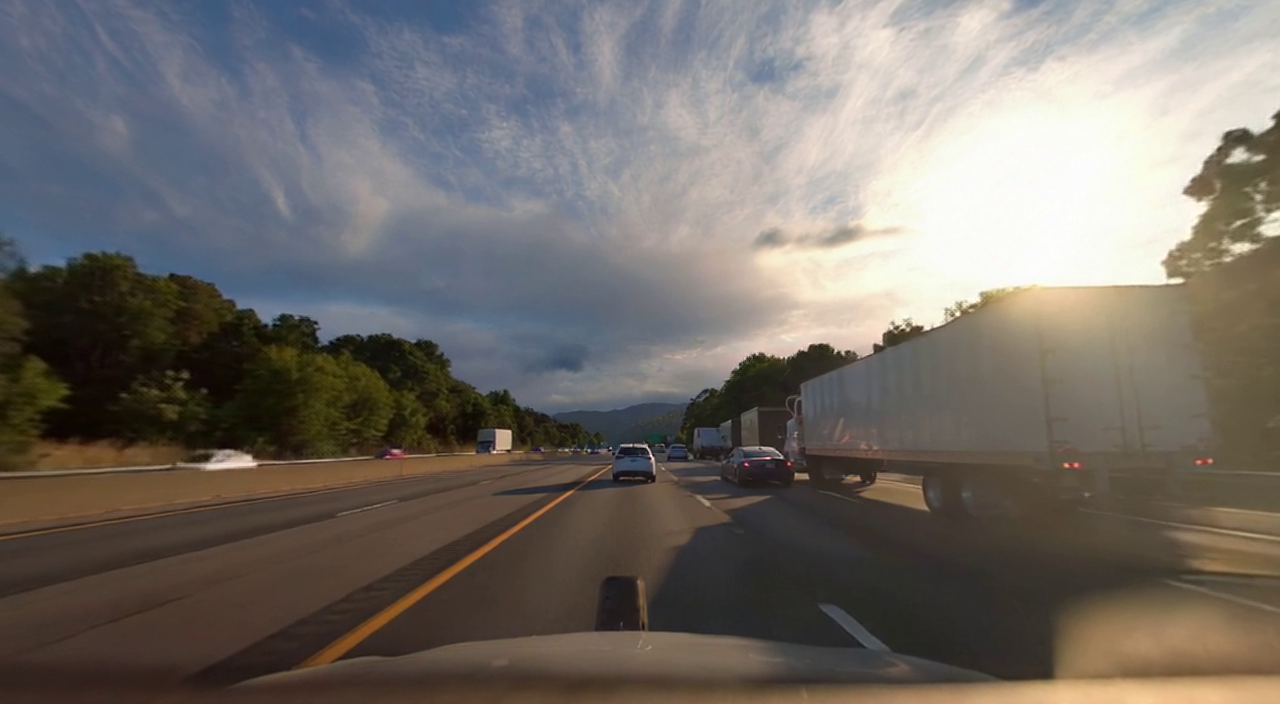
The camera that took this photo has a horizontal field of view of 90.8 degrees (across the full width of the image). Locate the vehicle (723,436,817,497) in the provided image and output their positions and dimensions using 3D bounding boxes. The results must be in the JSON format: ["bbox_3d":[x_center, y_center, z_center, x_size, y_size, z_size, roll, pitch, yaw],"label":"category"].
[{"bbox_3d":[3.704,3.343,18.755,1.920,1.594,3.867,0,-9,-1],"label":"vehicle"}]

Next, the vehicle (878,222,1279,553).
[{"bbox_3d":[7.606,1.005,11.935,2.823,4.063,8.485,0,-9,0],"label":"vehicle"}]

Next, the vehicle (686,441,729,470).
[{"bbox_3d":[4.134,6.431,39.321,2.150,1.632,4.260,0,-9,0],"label":"vehicle"}]

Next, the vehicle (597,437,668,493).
[{"bbox_3d":[-0.207,3.550,20.091,2.023,1.618,3.628,0,-9,0],"label":"vehicle"}]
